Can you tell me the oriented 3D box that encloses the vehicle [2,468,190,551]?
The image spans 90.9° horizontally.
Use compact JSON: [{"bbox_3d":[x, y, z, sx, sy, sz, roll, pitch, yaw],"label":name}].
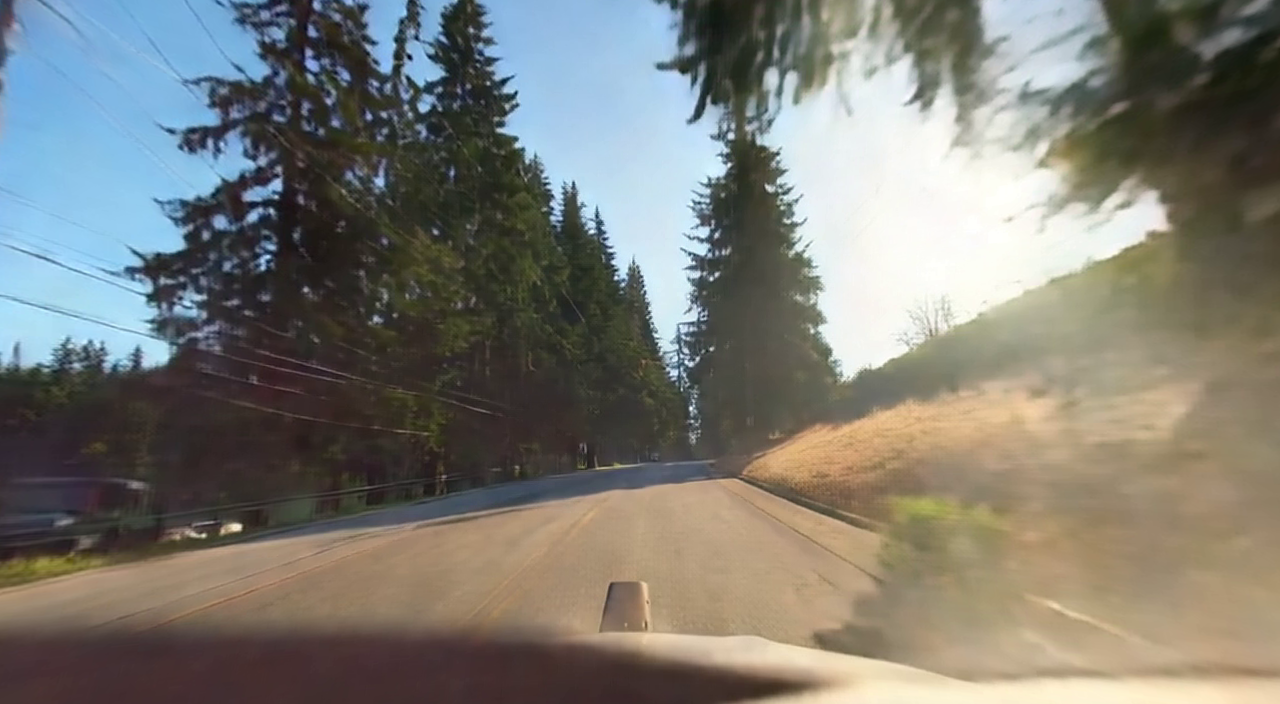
[{"bbox_3d":[-13.866,3.965,16.491,2.058,1.654,4.273,2,-9,-17],"label":"vehicle"}]
